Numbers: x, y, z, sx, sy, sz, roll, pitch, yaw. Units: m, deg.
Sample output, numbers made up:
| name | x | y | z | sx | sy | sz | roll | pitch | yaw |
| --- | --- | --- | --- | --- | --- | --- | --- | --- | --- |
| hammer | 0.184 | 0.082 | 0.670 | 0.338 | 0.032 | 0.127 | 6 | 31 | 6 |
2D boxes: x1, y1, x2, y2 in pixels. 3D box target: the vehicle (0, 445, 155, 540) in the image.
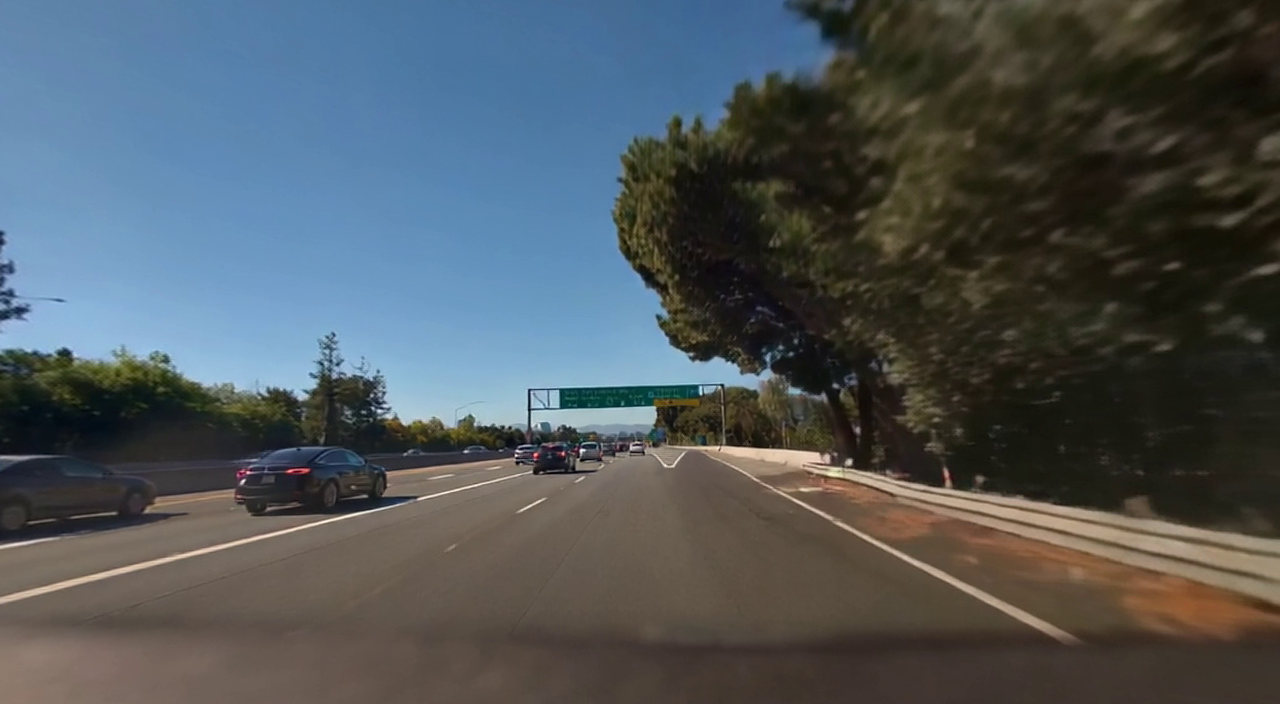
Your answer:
| name | x | y | z | sx | sy | sz | roll | pitch | yaw |
| --- | --- | --- | --- | --- | --- | --- | --- | --- | --- |
| vehicle | -11.866 | 2.538 | 11.701 | 2.003 | 1.595 | 4.532 | 0 | -8 | 1 |

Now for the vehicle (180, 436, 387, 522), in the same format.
| name | x | y | z | sx | sy | sz | roll | pitch | yaw |
| --- | --- | --- | --- | --- | --- | --- | --- | --- | --- |
| vehicle | -7.921 | 2.822 | 14.663 | 2.071 | 1.661 | 4.540 | 0 | -8 | 1 |

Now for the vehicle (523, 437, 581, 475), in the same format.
| name | x | y | z | sx | sy | sz | roll | pitch | yaw |
| --- | --- | --- | --- | --- | --- | --- | --- | --- | --- |
| vehicle | -4.258 | 5.113 | 31.117 | 2.158 | 1.717 | 4.375 | 0 | -8 | 1 |
